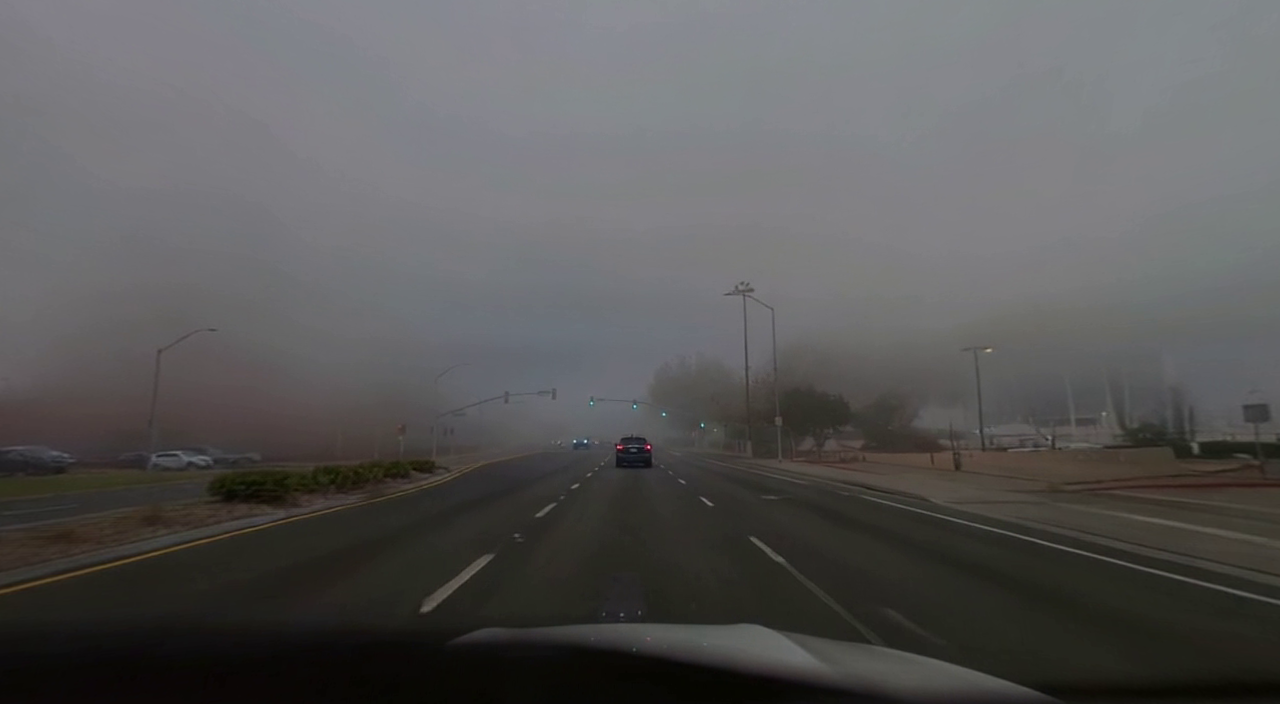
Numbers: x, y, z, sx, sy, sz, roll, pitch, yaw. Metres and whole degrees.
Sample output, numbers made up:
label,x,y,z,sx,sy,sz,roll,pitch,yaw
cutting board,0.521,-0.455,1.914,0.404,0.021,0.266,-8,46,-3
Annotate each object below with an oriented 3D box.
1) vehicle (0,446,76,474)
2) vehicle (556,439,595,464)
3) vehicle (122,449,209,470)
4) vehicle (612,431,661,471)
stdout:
label,x,y,z,sx,sy,sz,roll,pitch,yaw
vehicle,-39.195,6.991,41.302,2.271,1.687,4.754,4,-9,-28
vehicle,-4.026,6.289,40.115,2.075,1.474,4.367,0,-8,0
vehicle,-34.320,7.809,45.797,4.608,1.435,2.076,0,-8,-1
vehicle,-0.207,4.813,30.763,2.188,1.782,3.982,0,-8,-1
